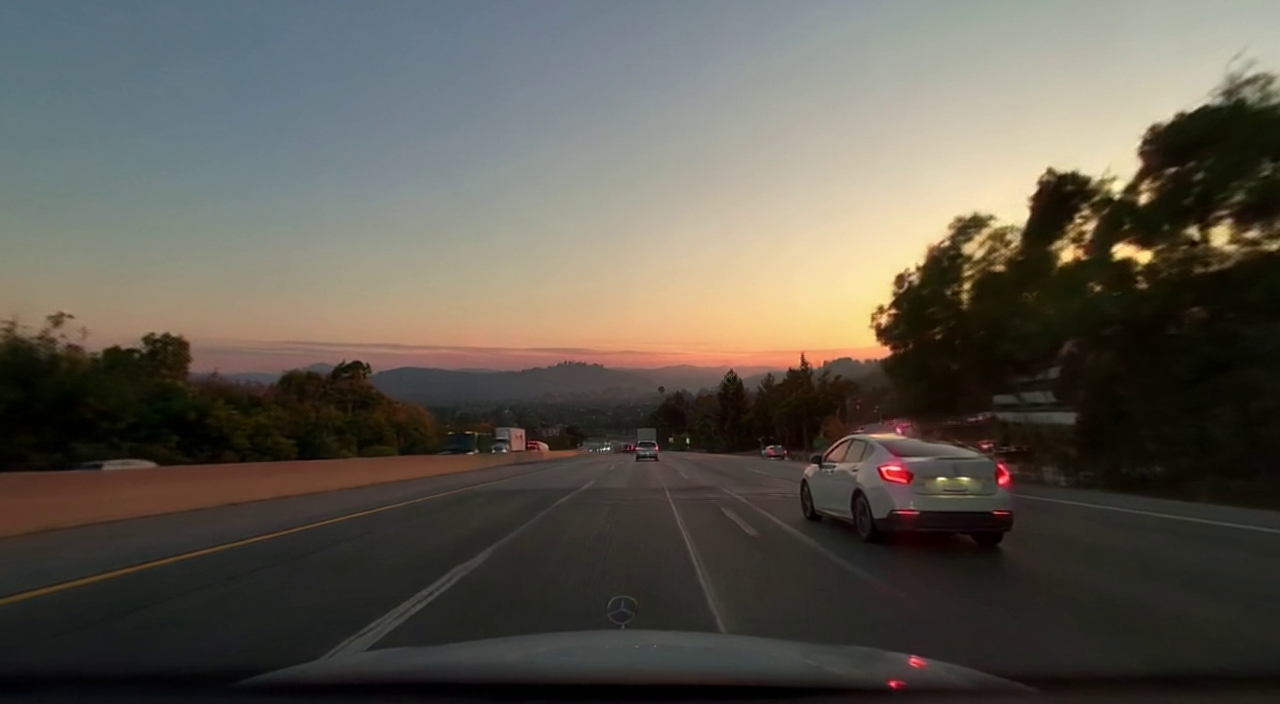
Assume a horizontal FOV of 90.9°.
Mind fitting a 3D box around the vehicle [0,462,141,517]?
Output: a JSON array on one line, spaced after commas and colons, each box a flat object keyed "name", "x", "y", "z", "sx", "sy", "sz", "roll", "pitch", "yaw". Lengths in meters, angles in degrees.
[{"name": "vehicle", "x": -19.201, "y": 4.368, "z": 20.537, "sx": 1.889, "sy": 1.486, "sz": 4.749, "roll": 0, "pitch": -9, "yaw": 1}]

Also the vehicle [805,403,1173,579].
[{"name": "vehicle", "x": 3.863, "y": 1.670, "z": 8.359, "sx": 2.008, "sy": 1.595, "sz": 5.082, "roll": 0, "pitch": -9, "yaw": 1}]

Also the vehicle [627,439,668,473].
[{"name": "vehicle", "x": 0.394, "y": 5.433, "z": 32.995, "sx": 2.015, "sy": 1.639, "sz": 4.086, "roll": 0, "pitch": -9, "yaw": 0}]

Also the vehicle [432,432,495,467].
[{"name": "vehicle", "x": -11.925, "y": 6.692, "z": 43.115, "sx": 2.304, "sy": 2.203, "sz": 6.144, "roll": -1, "pitch": -9, "yaw": 3}]
